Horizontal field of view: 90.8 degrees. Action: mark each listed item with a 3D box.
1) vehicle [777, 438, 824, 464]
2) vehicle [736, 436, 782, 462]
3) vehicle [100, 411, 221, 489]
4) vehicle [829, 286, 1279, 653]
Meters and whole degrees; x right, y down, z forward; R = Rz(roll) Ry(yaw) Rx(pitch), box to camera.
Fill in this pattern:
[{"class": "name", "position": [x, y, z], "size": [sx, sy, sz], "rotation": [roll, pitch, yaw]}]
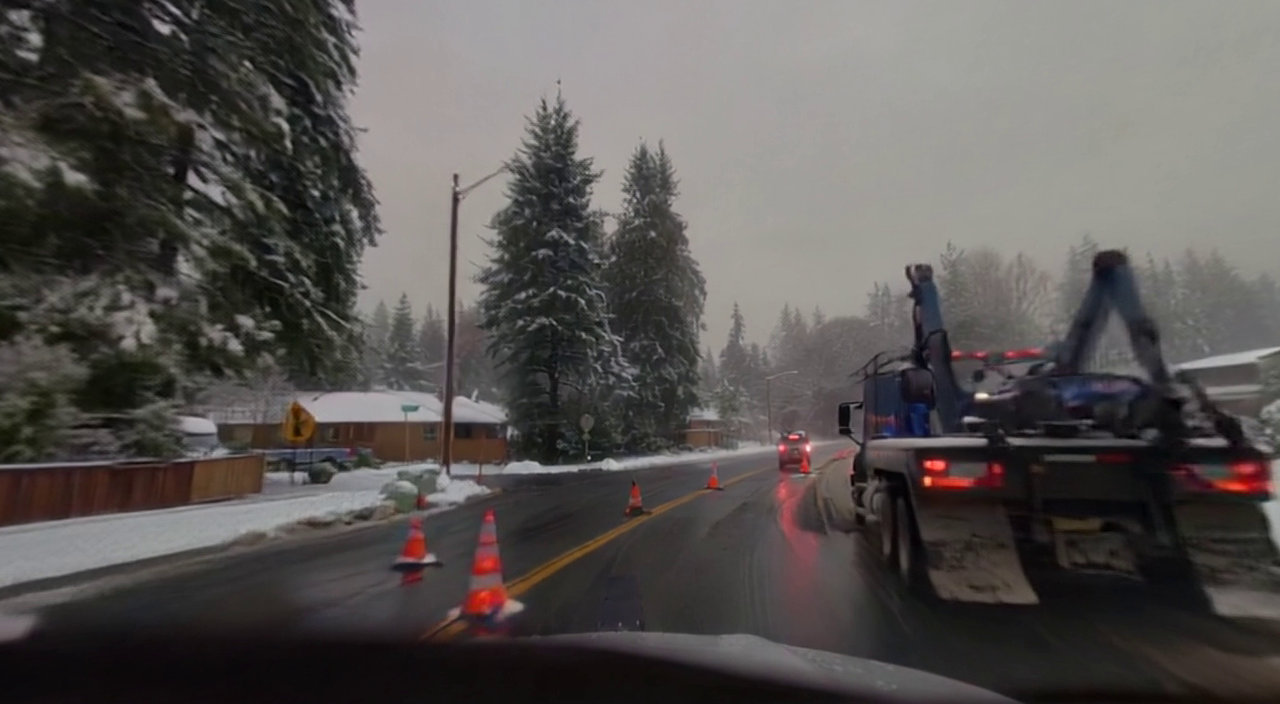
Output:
[{"class": "vehicle", "position": [10.393, 6.463, 41.265], "size": [1.716, 1.583, 3.770], "rotation": [1, -9, -6]}, {"class": "vehicle", "position": [9.226, 7.568, 49.372], "size": [1.997, 1.853, 4.654], "rotation": [1, -9, -10]}, {"class": "vehicle", "position": [-15.970, 3.285, 21.192], "size": [2.665, 2.465, 1.532], "rotation": [3, -8, -16]}, {"class": "vehicle", "position": [4.277, 1.205, 8.060], "size": [3.098, 2.601, 6.758], "rotation": [-2, -7, 13]}]
